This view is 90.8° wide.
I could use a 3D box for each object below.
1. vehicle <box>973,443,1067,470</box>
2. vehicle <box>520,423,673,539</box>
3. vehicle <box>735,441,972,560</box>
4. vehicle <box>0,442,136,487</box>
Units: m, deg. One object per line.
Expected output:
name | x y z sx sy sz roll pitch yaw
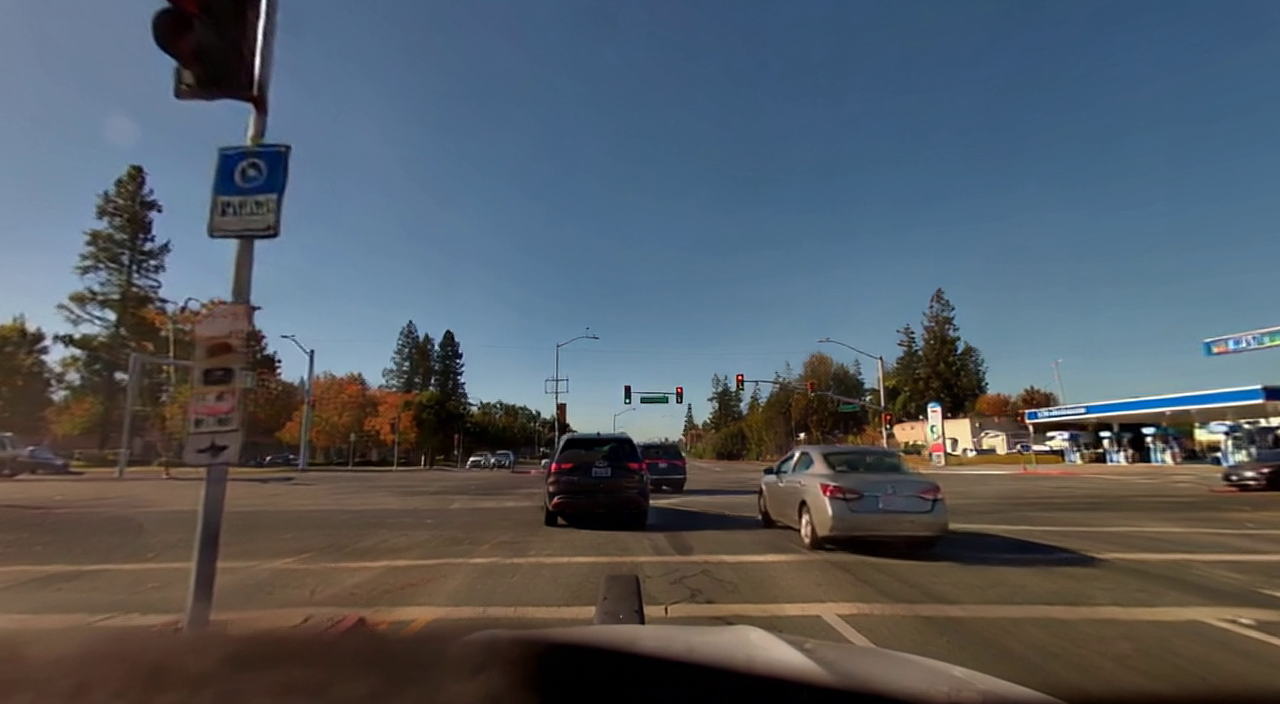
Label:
vehicle | 25.915 7.143 43.278 4.952 1.745 2.184 -2 -9 14
vehicle | -1.009 2.325 12.059 2.351 1.733 4.616 1 -9 -9
vehicle | 3.056 2.216 10.322 1.965 1.460 4.581 1 -9 -5
vehicle | -26.642 5.207 29.350 4.658 1.911 2.162 -2 -9 5
